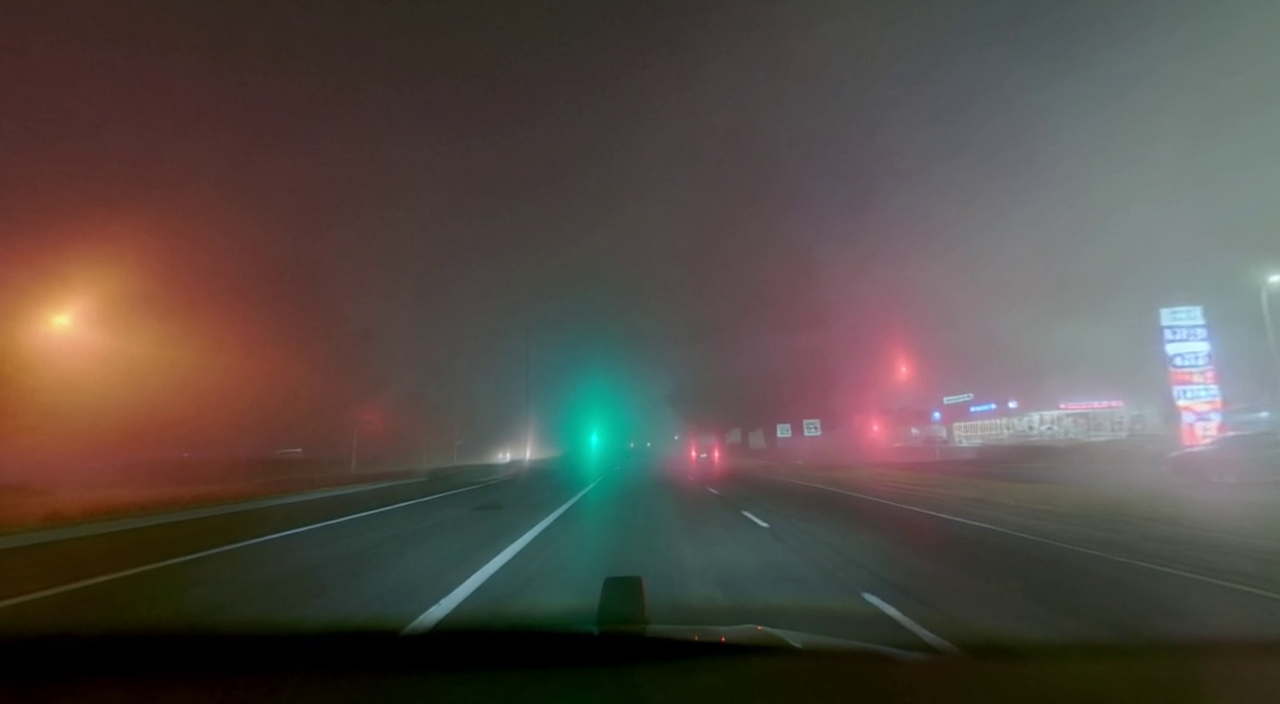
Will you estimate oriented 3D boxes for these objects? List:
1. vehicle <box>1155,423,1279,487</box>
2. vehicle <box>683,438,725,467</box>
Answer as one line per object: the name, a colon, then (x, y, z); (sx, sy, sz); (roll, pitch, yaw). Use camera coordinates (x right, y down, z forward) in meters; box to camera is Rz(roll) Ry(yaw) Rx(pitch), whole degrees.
vehicle: (16.695, 2.682, 16.640); (4.233, 1.562, 2.143); (0, -8, 2)
vehicle: (3.856, 6.128, 38.677); (2.007, 1.683, 4.171); (0, -8, -1)
